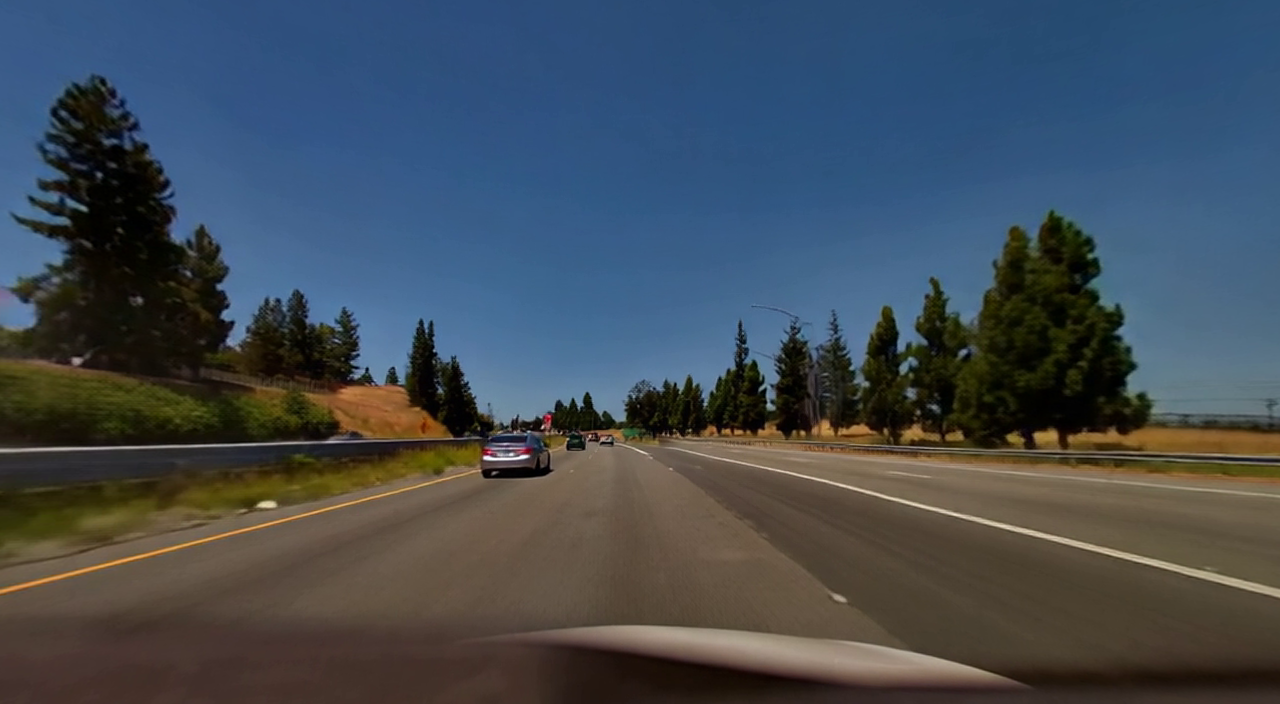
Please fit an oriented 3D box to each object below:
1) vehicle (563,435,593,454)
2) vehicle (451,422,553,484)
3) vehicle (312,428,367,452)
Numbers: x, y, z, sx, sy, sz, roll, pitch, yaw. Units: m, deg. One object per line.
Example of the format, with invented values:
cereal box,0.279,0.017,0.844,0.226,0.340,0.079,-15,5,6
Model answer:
vehicle,-4.460,6.698,45.783,1.874,1.369,3.875,0,-8,-1
vehicle,-3.944,2.961,18.848,2.047,1.612,4.631,0,-8,-1
vehicle,-20.565,6.036,43.385,1.885,1.527,4.124,0,-8,-2
